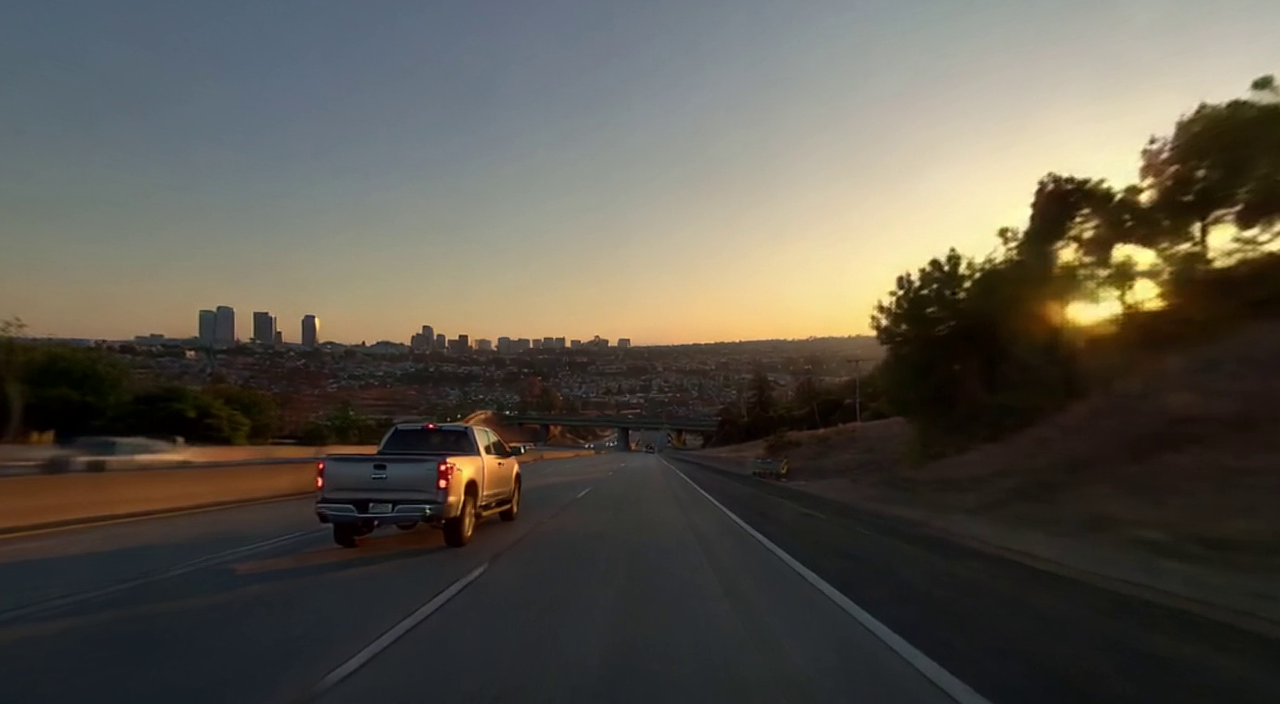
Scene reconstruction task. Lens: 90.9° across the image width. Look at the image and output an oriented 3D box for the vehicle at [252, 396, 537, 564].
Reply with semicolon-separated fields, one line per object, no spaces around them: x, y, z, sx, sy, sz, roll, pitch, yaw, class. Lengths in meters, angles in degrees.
-3.303;1.901;10.174;2.350;1.932;5.562;0;-8;0;vehicle
